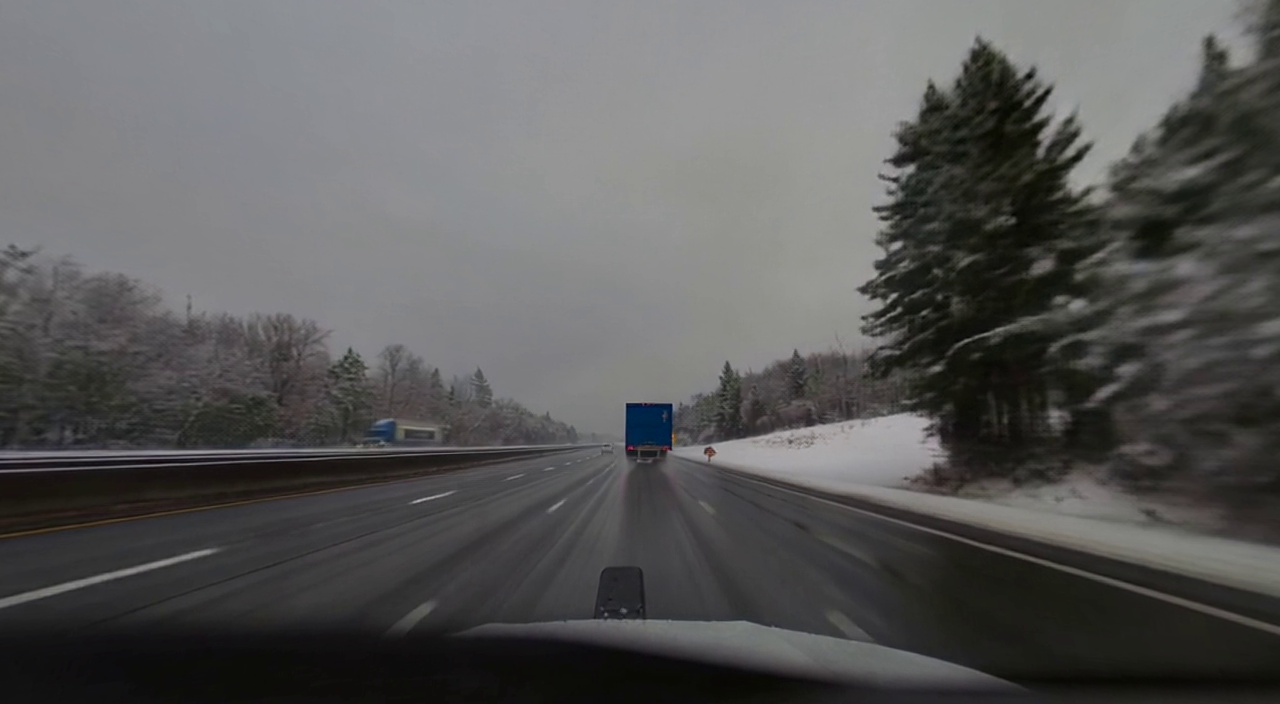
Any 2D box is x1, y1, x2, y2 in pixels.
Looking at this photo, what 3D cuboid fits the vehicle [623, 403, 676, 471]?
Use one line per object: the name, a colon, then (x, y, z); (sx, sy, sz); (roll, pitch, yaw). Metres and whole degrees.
vehicle: (0.402, 5.887, 42.784); (3.055, 4.009, 10.972); (0, -9, -2)
